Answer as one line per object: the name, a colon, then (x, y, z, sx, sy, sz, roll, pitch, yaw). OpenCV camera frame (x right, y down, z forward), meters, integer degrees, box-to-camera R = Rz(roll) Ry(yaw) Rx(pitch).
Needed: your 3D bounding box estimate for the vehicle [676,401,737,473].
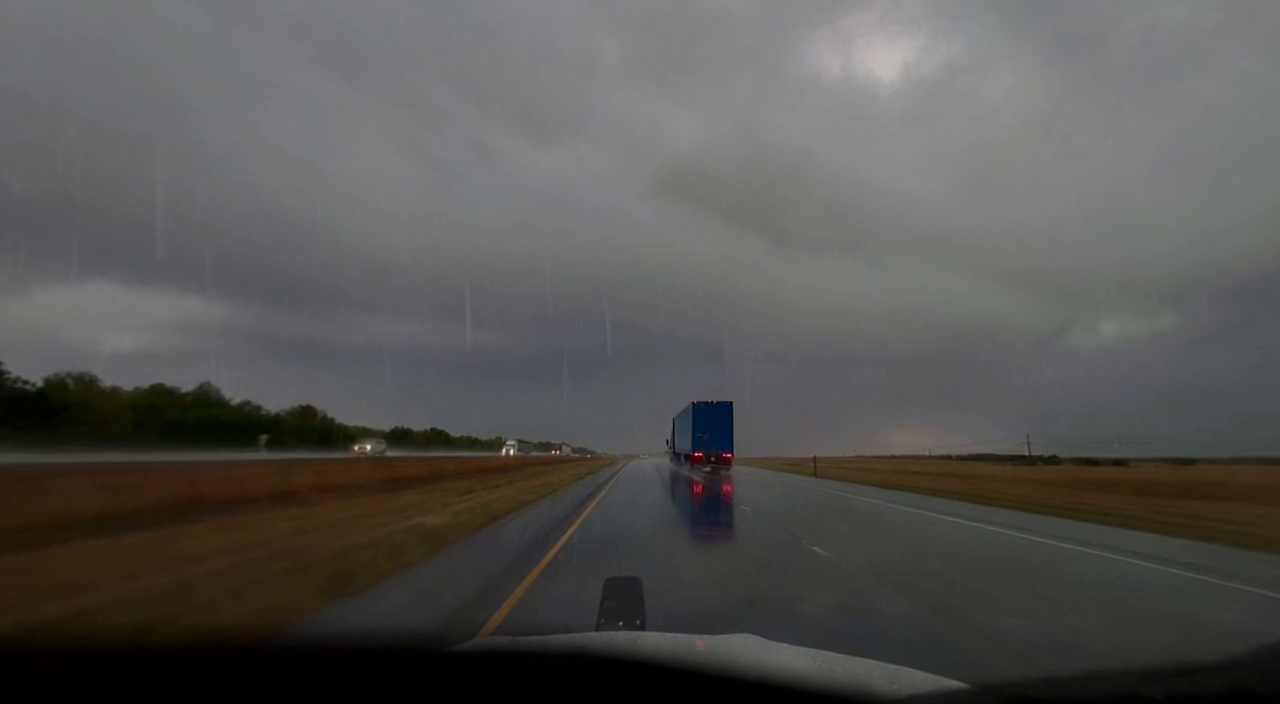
vehicle: (4.303, 5.971, 43.599, 2.818, 4.206, 12.987, 0, -9, 0)
